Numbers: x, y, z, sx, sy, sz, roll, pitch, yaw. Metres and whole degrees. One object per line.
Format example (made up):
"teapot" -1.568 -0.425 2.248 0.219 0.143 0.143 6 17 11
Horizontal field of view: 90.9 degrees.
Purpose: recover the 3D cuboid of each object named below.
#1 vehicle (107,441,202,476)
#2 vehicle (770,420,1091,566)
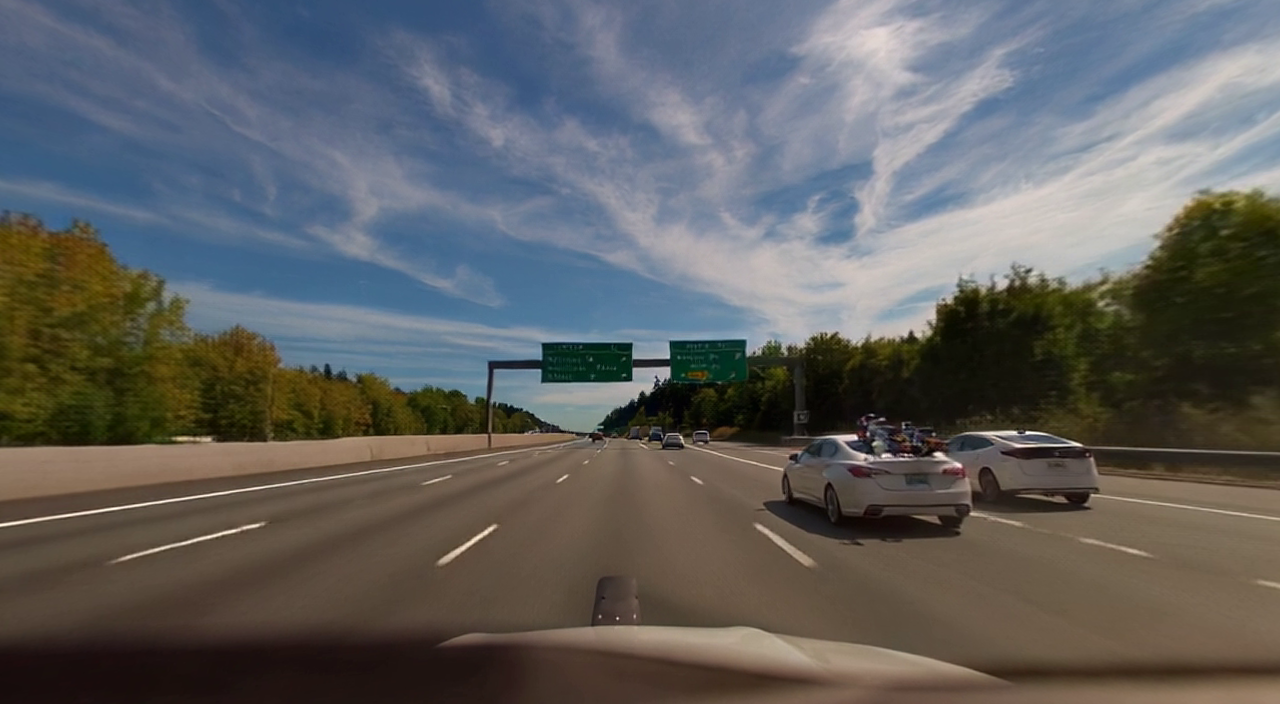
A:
"vehicle" -21.027 4.587 27.437 1.513 1.354 3.310 0 -7 -1
"vehicle" 3.395 1.716 8.645 2.094 1.441 4.568 0 -8 -2
